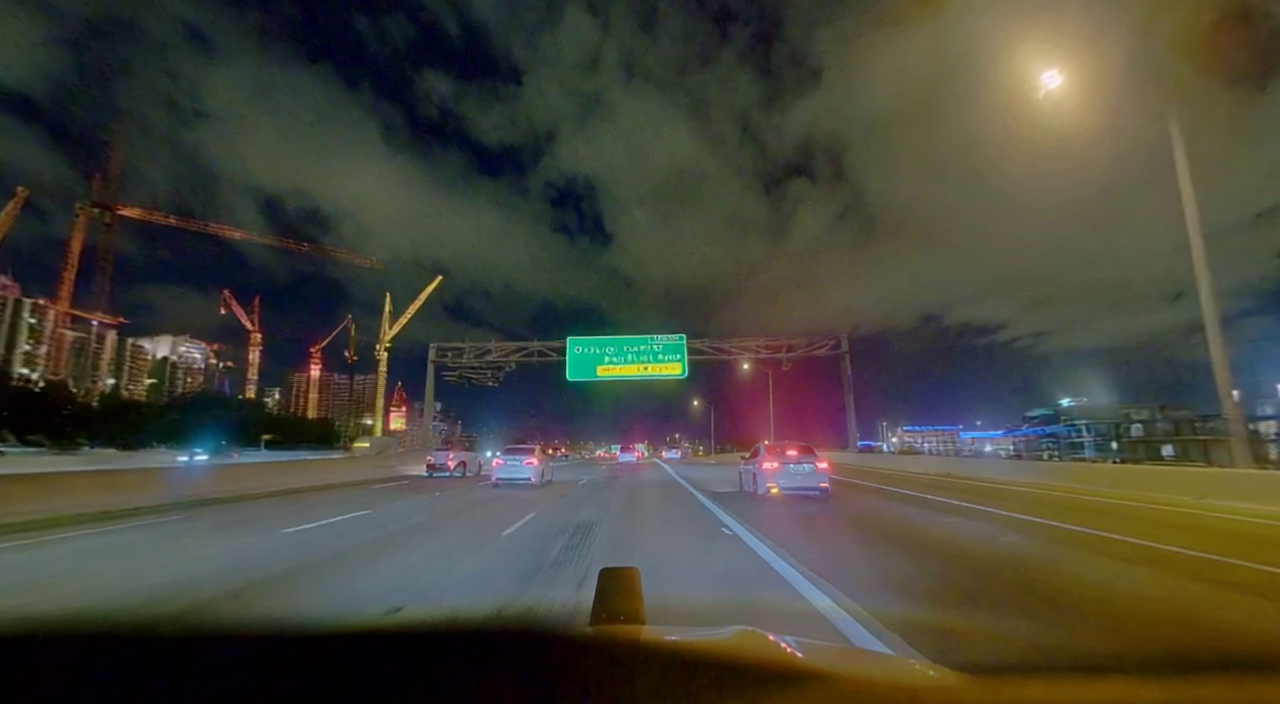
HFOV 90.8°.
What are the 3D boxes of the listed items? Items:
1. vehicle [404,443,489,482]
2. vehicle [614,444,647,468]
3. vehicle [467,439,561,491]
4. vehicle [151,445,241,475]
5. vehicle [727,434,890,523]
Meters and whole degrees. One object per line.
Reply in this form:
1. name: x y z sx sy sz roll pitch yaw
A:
1. vehicle: -8.013 4.595 26.666 2.043 1.494 4.824 0 -8 0
2. vehicle: -0.635 6.725 40.988 2.019 1.472 3.971 0 -8 -1
3. vehicle: -4.018 3.670 20.947 2.136 1.512 4.488 0 -8 1
4. vehicle: -27.513 6.659 39.367 1.960 1.713 4.966 0 -8 0
5. vehicle: 3.175 2.479 13.013 1.995 1.486 4.463 0 -8 -2
